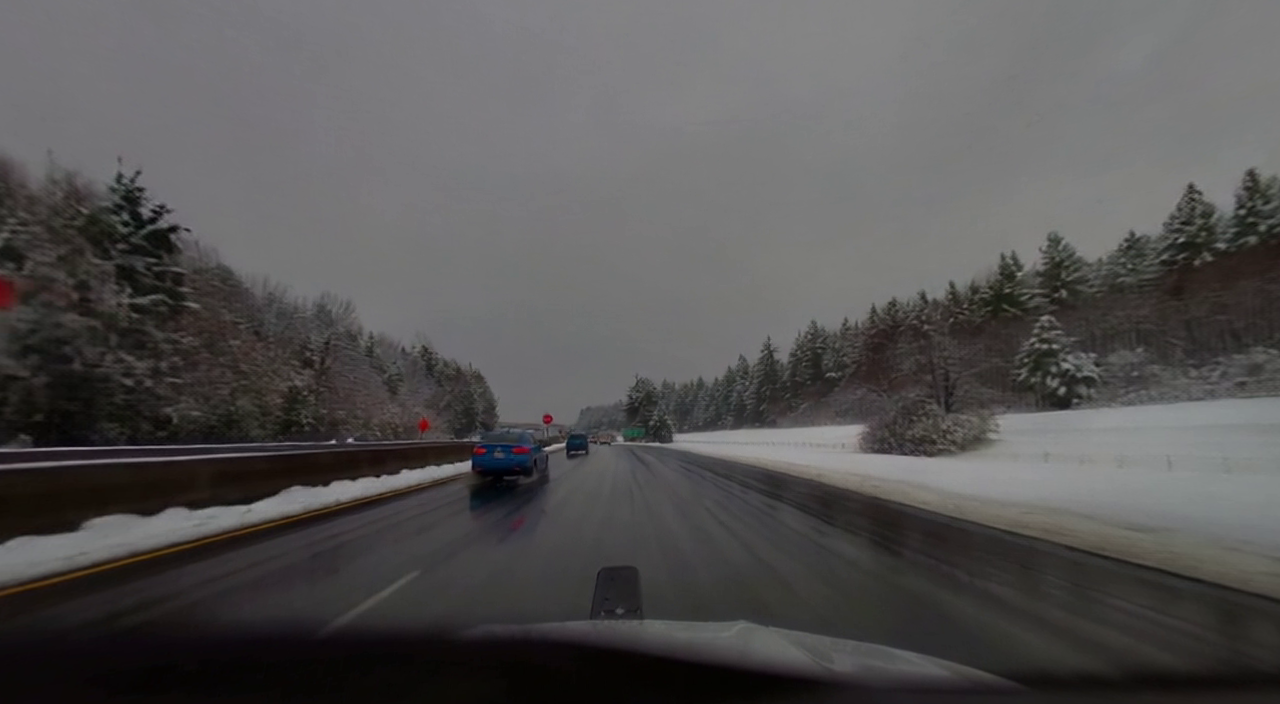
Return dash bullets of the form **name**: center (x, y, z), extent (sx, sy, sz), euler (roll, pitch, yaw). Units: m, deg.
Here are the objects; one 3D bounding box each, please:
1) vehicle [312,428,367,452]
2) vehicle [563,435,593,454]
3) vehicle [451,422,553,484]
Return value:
- **vehicle**: center (-20.565, 6.036, 43.385), extent (1.885, 1.527, 4.124), euler (0, -8, -2)
- **vehicle**: center (-4.460, 6.698, 45.783), extent (1.874, 1.369, 3.875), euler (0, -8, -1)
- **vehicle**: center (-3.944, 2.961, 18.848), extent (2.047, 1.612, 4.631), euler (0, -8, -1)
